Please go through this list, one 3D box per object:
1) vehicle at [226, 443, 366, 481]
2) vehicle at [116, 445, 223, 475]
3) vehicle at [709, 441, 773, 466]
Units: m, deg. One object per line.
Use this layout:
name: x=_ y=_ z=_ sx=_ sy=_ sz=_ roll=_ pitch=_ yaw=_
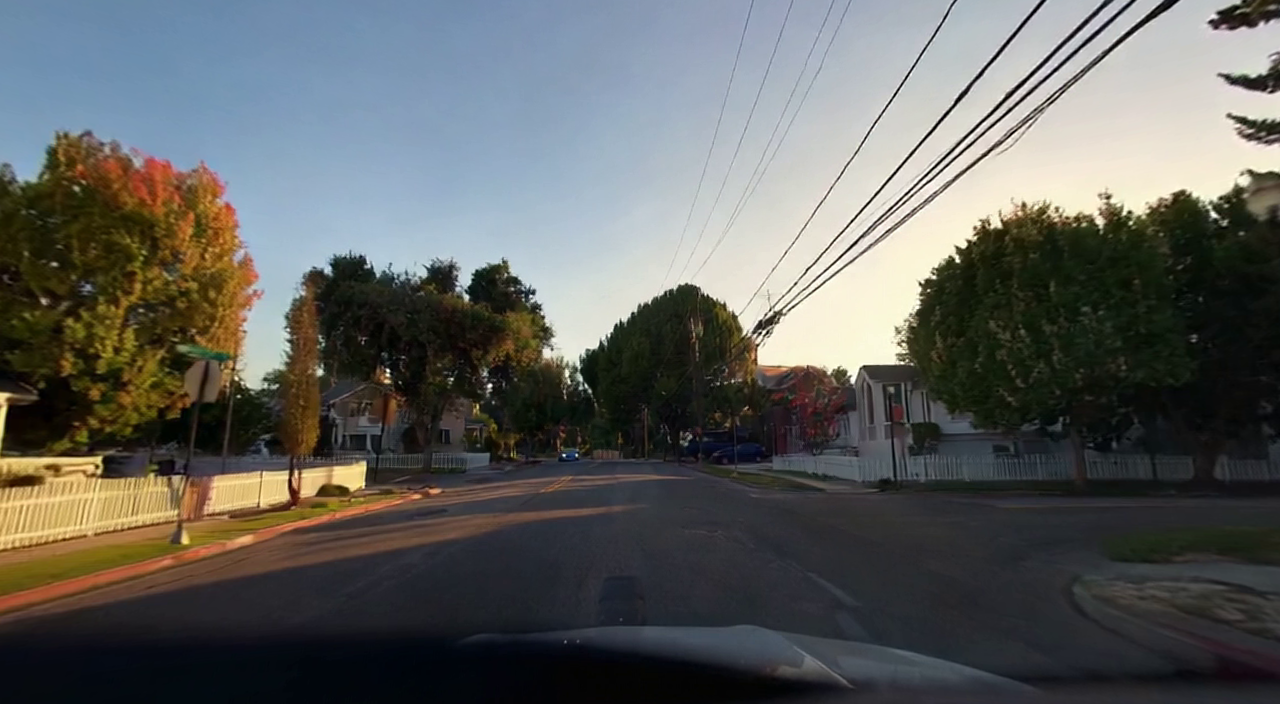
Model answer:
vehicle: x=-14.499 y=4.647 z=26.822 sx=4.751 sy=1.459 sz=1.996 roll=-1 pitch=-8 yaw=0
vehicle: x=-25.706 y=5.888 z=34.605 sx=4.338 sy=1.496 sz=1.857 roll=0 pitch=-5 yaw=-1
vehicle: x=7.539 y=7.640 z=47.614 sx=4.412 sy=1.565 sz=1.957 roll=-3 pitch=-9 yaw=0
